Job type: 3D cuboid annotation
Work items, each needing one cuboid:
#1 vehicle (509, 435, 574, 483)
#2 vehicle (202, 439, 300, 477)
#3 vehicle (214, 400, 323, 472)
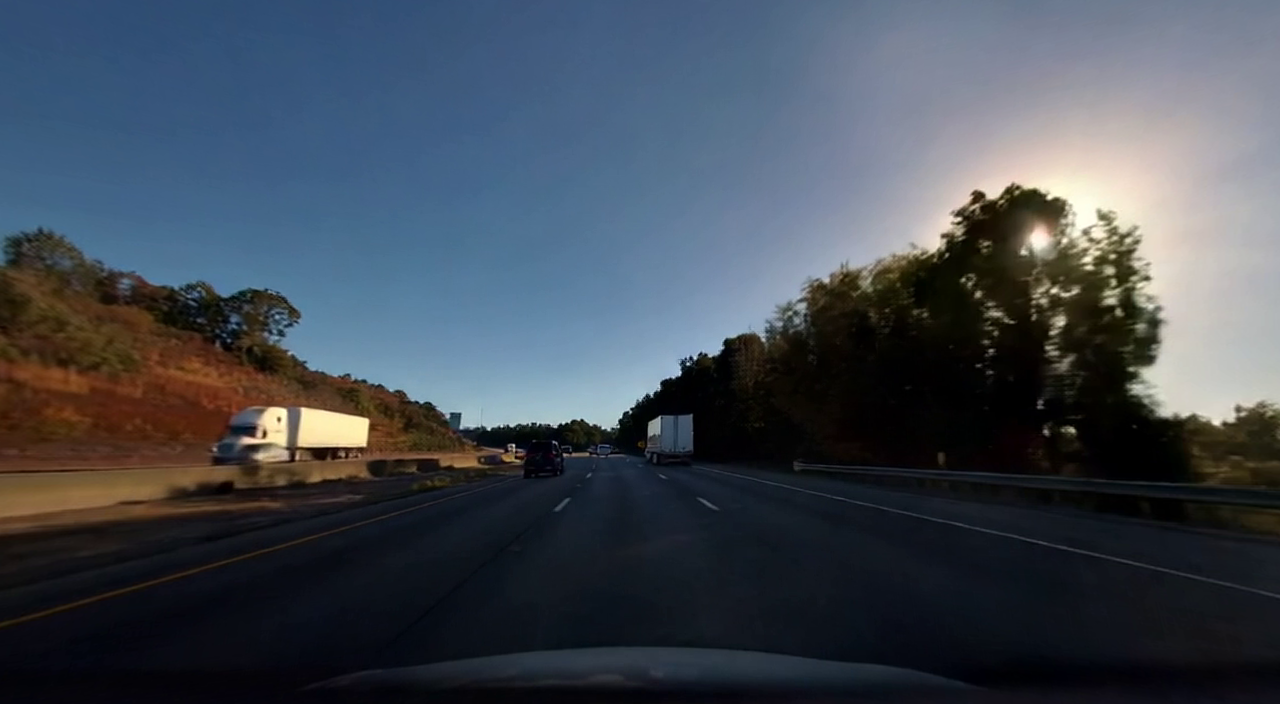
[{"bbox_3d":[-4.302,4.769,28.421,2.337,1.942,4.984,0,-9,-2],"label":"vehicle"},{"bbox_3d":[-17.596,4.817,28.807,1.895,1.582,4.155,0,-9,-2],"label":"vehicle"},{"bbox_3d":[-22.173,5.104,38.093,2.994,3.966,5.892,0,-9,-3],"label":"vehicle"}]
